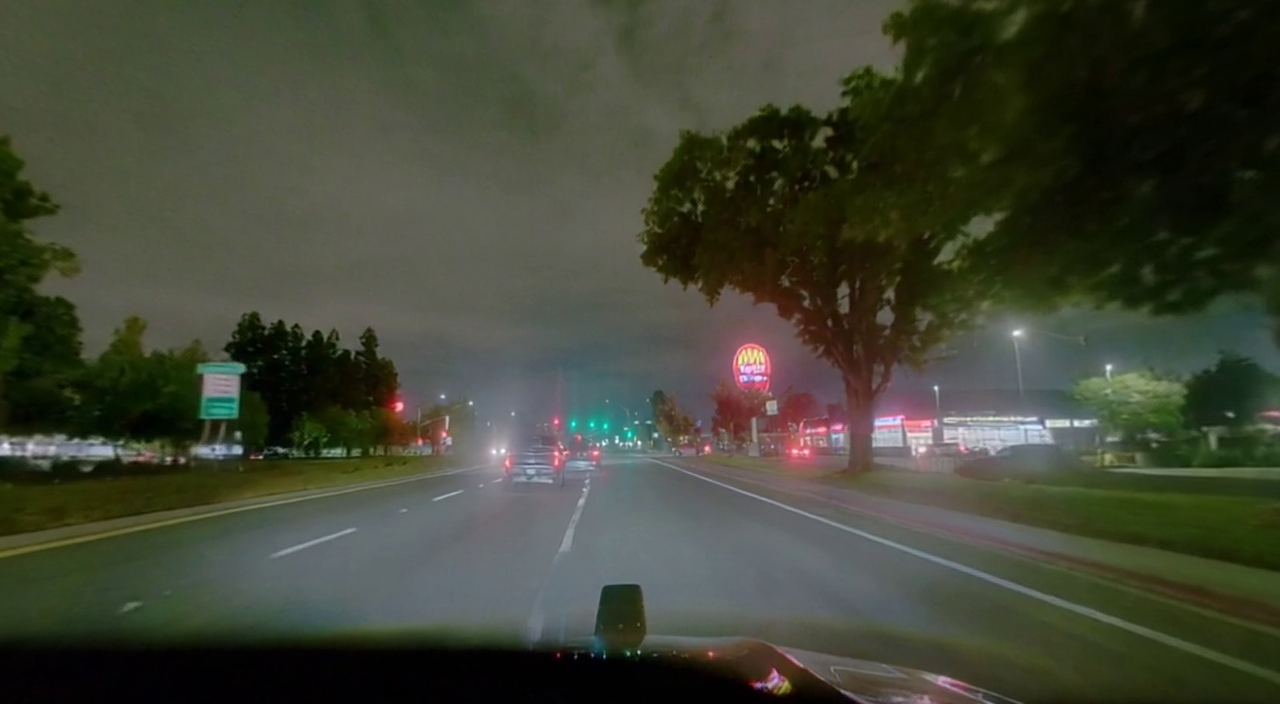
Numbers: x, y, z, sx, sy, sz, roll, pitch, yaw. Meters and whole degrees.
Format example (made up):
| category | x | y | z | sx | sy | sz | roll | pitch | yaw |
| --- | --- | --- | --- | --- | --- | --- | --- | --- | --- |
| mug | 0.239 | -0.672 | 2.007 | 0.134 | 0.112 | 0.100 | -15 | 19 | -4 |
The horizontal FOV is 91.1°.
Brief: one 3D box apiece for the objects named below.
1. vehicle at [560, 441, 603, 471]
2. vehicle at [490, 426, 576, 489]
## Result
| category | x | y | z | sx | sy | sz | roll | pitch | yaw |
| --- | --- | --- | --- | --- | --- | --- | --- | --- | --- |
| vehicle | -3.076 | 5.488 | 33.289 | 2.113 | 1.446 | 4.309 | 1 | -8 | -5 |
| vehicle | -3.548 | 3.615 | 21.892 | 2.222 | 1.899 | 5.006 | 0 | -8 | -1 |
